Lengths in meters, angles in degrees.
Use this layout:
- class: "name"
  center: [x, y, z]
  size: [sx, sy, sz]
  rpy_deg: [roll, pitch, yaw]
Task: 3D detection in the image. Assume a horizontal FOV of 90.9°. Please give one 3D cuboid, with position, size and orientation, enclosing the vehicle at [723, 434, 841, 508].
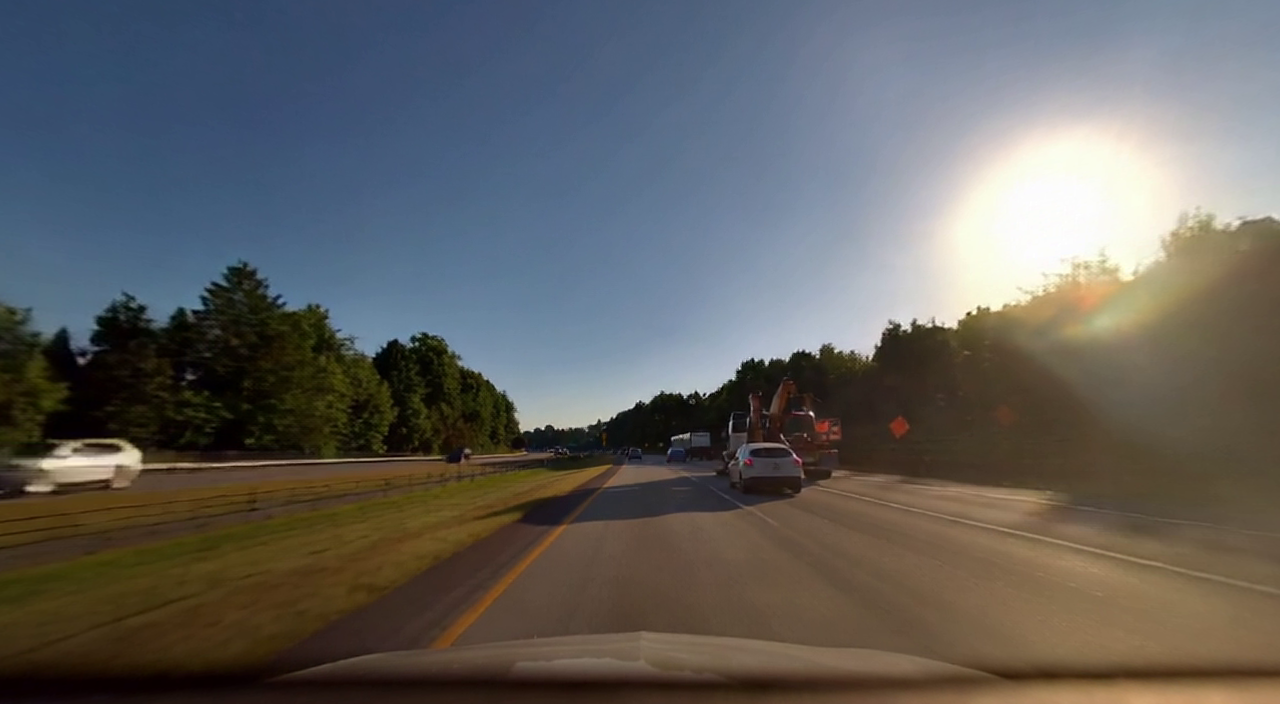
- class: "vehicle"
  center: [3.493, 3.029, 16.404]
  size: [2.022, 1.658, 4.132]
  rpy_deg: [0, -9, -1]

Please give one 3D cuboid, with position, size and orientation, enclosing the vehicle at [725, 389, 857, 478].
- class: "vehicle"
  center: [7.963, 4.979, 36.932]
  size: [3.441, 4.016, 16.812]
  rpy_deg: [0, -9, -1]

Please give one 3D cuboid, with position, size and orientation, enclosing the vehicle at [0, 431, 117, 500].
- class: "vehicle"
  center: [-15.434, 2.758, 15.405]
  size: [1.865, 1.532, 3.932]
  rpy_deg: [0, -9, 0]
